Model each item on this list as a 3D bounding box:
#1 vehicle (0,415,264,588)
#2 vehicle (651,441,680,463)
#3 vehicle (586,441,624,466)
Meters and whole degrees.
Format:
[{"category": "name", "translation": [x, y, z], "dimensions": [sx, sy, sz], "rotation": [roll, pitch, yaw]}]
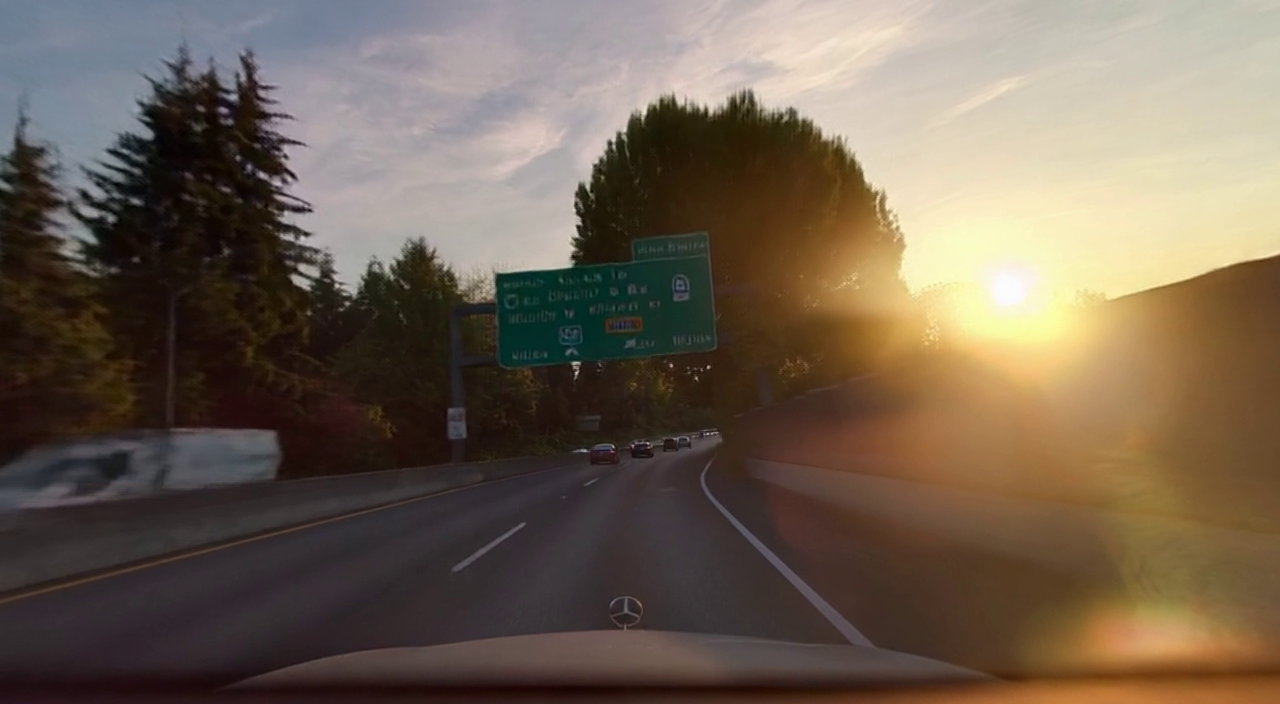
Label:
[{"category": "vehicle", "translation": [-10.855, 2.652, 12.174], "dimensions": [2.476, 2.598, 7.227], "rotation": [0, -8, 2]}, {"category": "vehicle", "translation": [1.984, 7.614, 48.079], "dimensions": [2.077, 1.533, 3.854], "rotation": [-1, -8, 4]}, {"category": "vehicle", "translation": [-2.221, 6.627, 41.220], "dimensions": [1.985, 1.518, 3.847], "rotation": [-1, -8, 4]}]
